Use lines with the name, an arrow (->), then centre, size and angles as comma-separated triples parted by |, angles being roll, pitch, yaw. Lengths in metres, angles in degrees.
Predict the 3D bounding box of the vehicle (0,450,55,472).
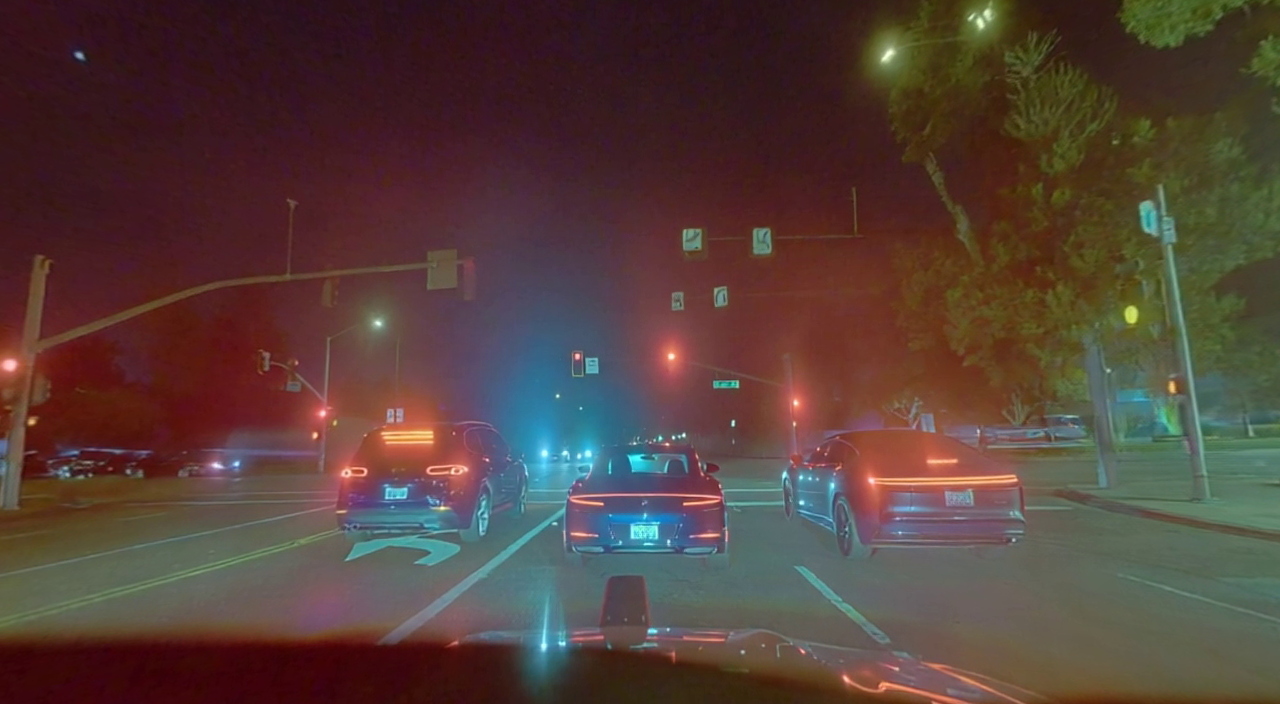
vehicle -> -46.160, 7.956, 46.164 | 4.545, 1.558, 1.833 | 0, -8, -4

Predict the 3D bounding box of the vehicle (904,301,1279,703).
vehicle -> 3.098, 0.805, 2.518 | 2.143, 1.759, 4.531 | 0, -8, 1

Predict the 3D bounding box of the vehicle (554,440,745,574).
vehicle -> 0.113, 1.866, 8.385 | 1.945, 1.343, 3.827 | 0, -8, 1

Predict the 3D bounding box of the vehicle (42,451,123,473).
vehicle -> -41.305, 8.155, 46.781 | 4.195, 1.533, 1.752 | 0, -8, -3

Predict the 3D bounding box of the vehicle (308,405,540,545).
vehicle -> -3.162, 1.941, 10.564 | 2.061, 1.781, 4.842 | 0, -8, 1
